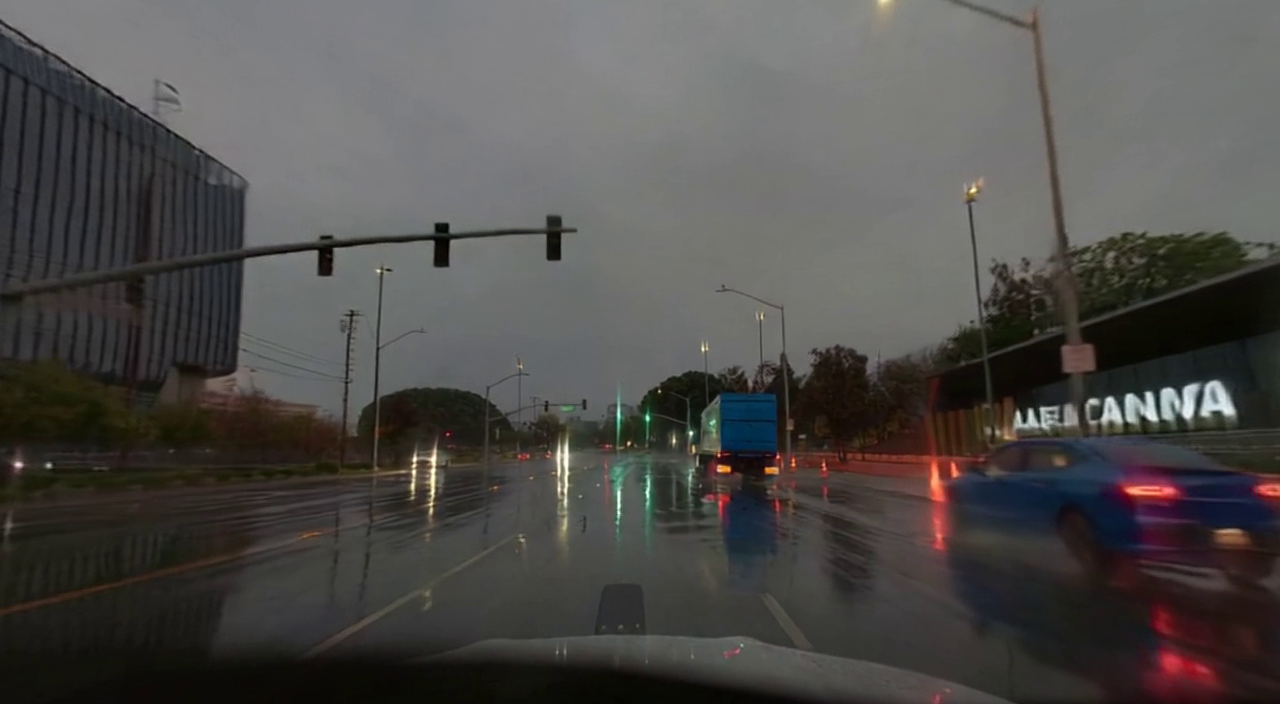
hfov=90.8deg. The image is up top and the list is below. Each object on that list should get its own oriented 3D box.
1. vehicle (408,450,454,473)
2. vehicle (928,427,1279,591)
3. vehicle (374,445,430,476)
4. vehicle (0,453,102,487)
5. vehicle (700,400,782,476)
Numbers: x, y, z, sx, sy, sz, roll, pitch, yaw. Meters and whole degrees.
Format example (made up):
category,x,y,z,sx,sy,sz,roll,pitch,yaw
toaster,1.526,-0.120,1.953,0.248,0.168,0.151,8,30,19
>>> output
category,x,y,z,sx,sy,sz,roll,pitch,yaw
vehicle,-16.421,8.590,49.845,1.925,1.665,4.893,0,-9,0
vehicle,6.094,1.906,8.610,2.098,1.619,4.433,0,-9,-2
vehicle,-16.487,7.515,43.988,1.937,1.984,4.928,0,-9,0
vehicle,-25.368,4.933,26.486,3.905,1.345,1.737,0,-9,-2
vehicle,5.757,5.226,37.955,3.176,3.913,9.805,0,-9,-1
